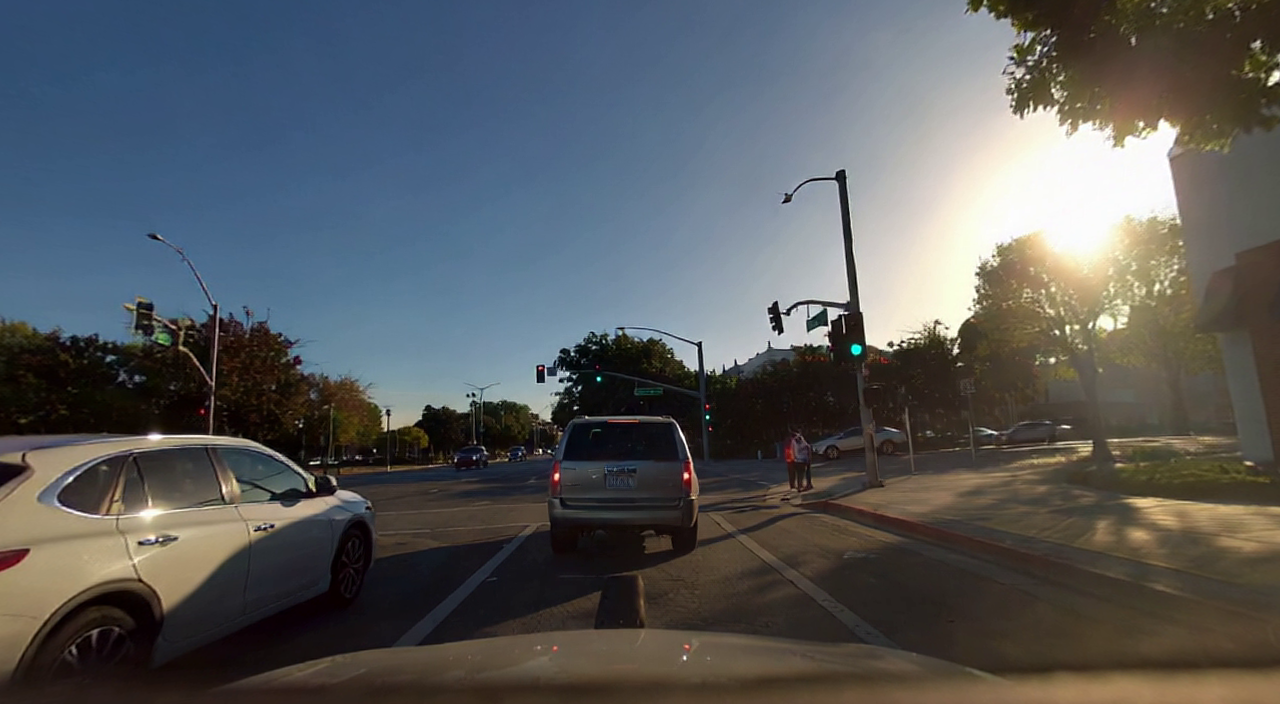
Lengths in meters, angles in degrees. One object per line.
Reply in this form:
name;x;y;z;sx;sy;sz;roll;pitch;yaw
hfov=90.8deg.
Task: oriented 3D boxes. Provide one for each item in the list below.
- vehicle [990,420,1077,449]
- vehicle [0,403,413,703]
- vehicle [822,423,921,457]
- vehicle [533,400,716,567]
vehicle;21.959;4.645;35.267;3.830;1.545;2.006;3;-9;-19
vehicle;-3.380;1.266;4.553;2.011;1.527;4.008;0;-8;-1
vehicle;12.829;4.899;35.102;4.872;1.806;2.107;3;-9;-19
vehicle;-0.181;1.799;9.358;2.059;1.877;4.249;0;-8;0
